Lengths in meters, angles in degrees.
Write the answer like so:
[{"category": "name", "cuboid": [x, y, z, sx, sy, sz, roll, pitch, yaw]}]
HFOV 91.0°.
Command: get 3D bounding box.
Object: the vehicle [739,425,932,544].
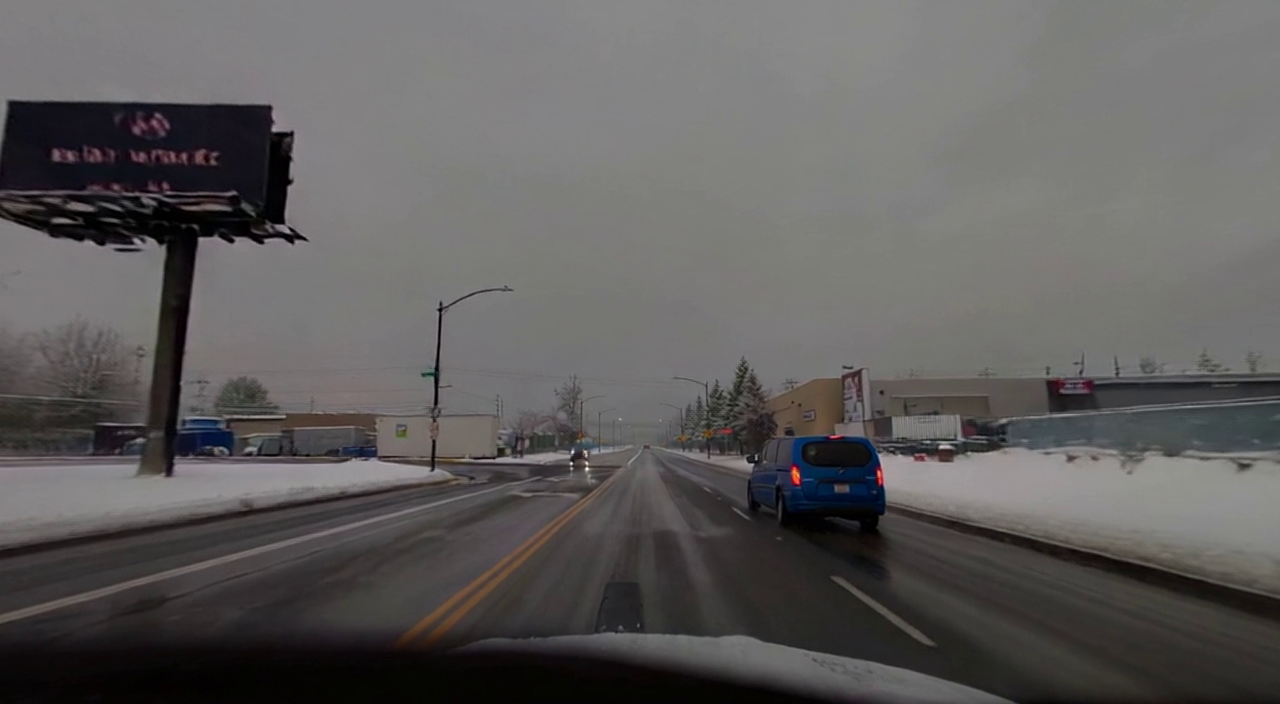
[{"category": "vehicle", "cuboid": [3.435, 2.441, 12.313, 2.202, 1.822, 4.826, 0, -9, 0]}]
